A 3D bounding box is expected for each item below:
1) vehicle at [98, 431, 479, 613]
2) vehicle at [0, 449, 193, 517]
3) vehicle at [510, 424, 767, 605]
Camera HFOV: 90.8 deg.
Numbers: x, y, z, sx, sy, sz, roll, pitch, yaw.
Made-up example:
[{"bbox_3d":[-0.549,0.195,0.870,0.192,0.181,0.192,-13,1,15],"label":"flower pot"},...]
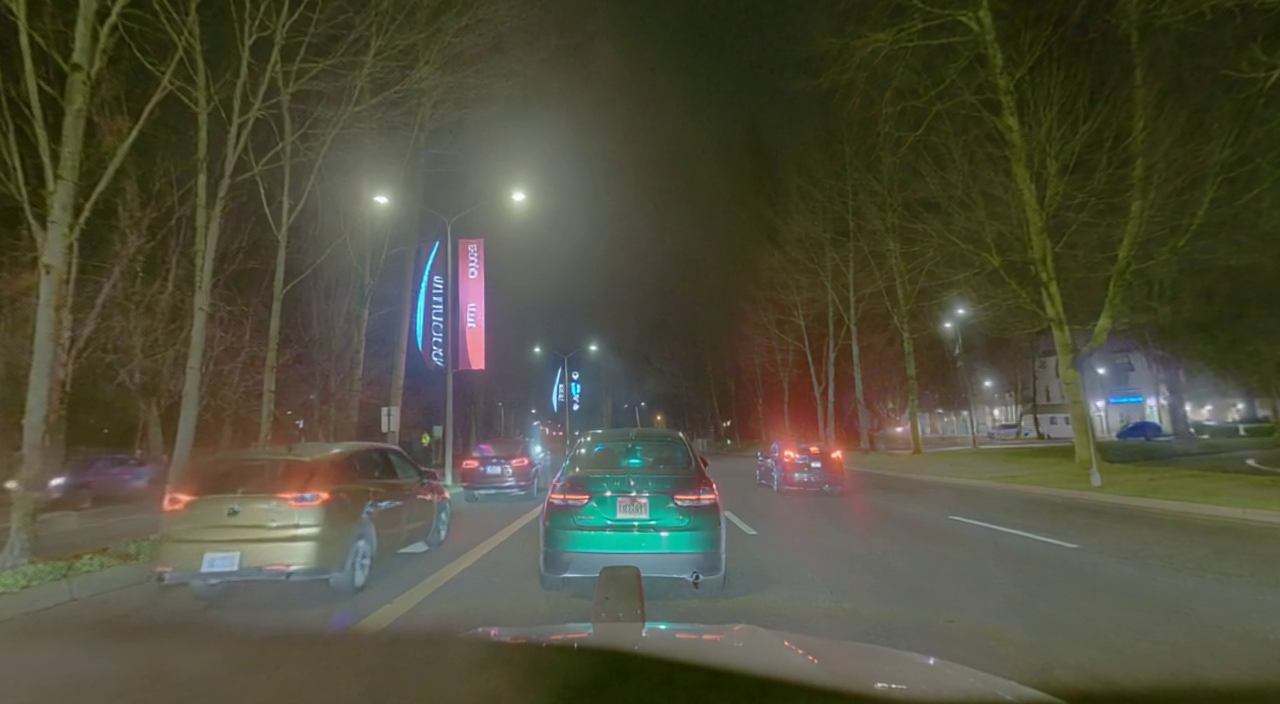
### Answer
[{"bbox_3d":[-3.381,1.691,7.323,1.952,1.431,4.383,0,-8,-1],"label":"vehicle"},{"bbox_3d":[-16.235,3.842,19.100,2.221,1.732,4.426,0,-8,-1],"label":"vehicle"},{"bbox_3d":[-0.067,1.640,7.293,2.126,1.475,3.967,0,-8,-2],"label":"vehicle"}]
